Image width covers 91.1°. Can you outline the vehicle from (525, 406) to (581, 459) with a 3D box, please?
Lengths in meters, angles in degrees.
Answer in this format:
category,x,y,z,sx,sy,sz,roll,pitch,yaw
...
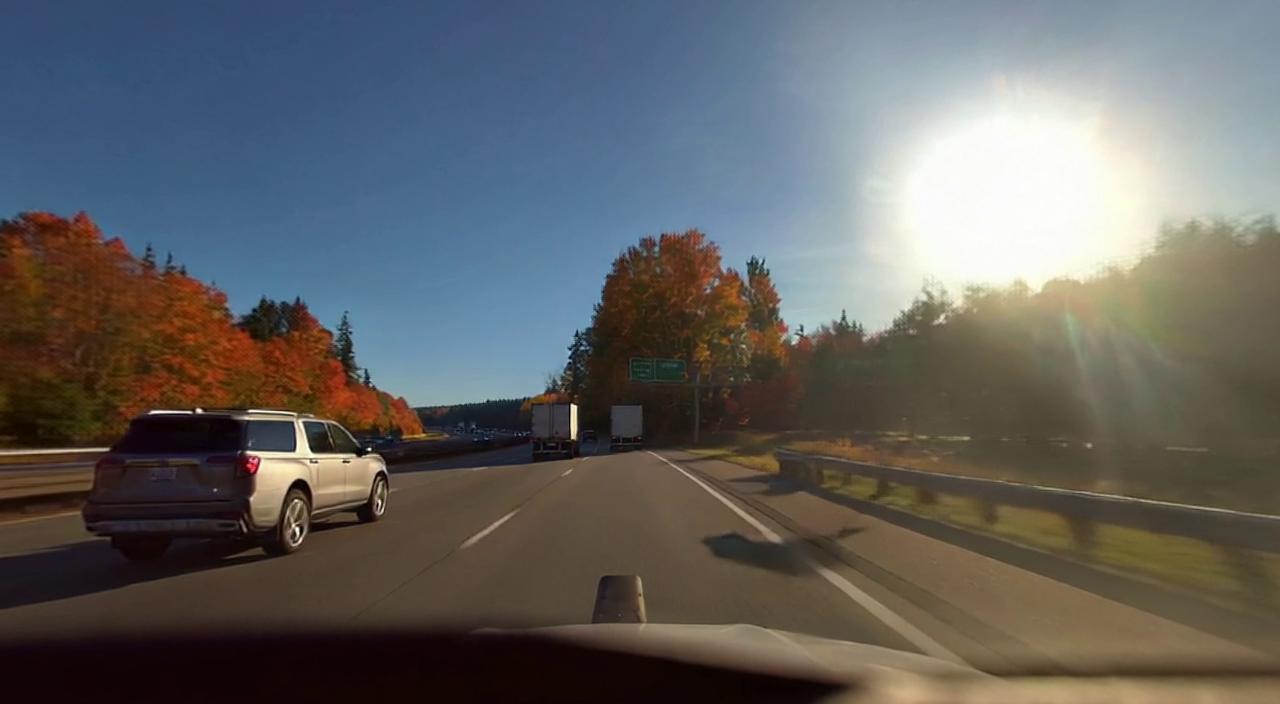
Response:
category,x,y,z,sx,sy,sz,roll,pitch,yaw
vehicle,-4.773,4.570,35.478,2.383,2.726,5.677,0,-8,-1

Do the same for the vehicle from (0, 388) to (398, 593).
category,x,y,z,sx,sy,sz,roll,pitch,yaw
vehicle,-4.785,1.437,7.471,2.089,1.669,4.515,0,-8,-1
